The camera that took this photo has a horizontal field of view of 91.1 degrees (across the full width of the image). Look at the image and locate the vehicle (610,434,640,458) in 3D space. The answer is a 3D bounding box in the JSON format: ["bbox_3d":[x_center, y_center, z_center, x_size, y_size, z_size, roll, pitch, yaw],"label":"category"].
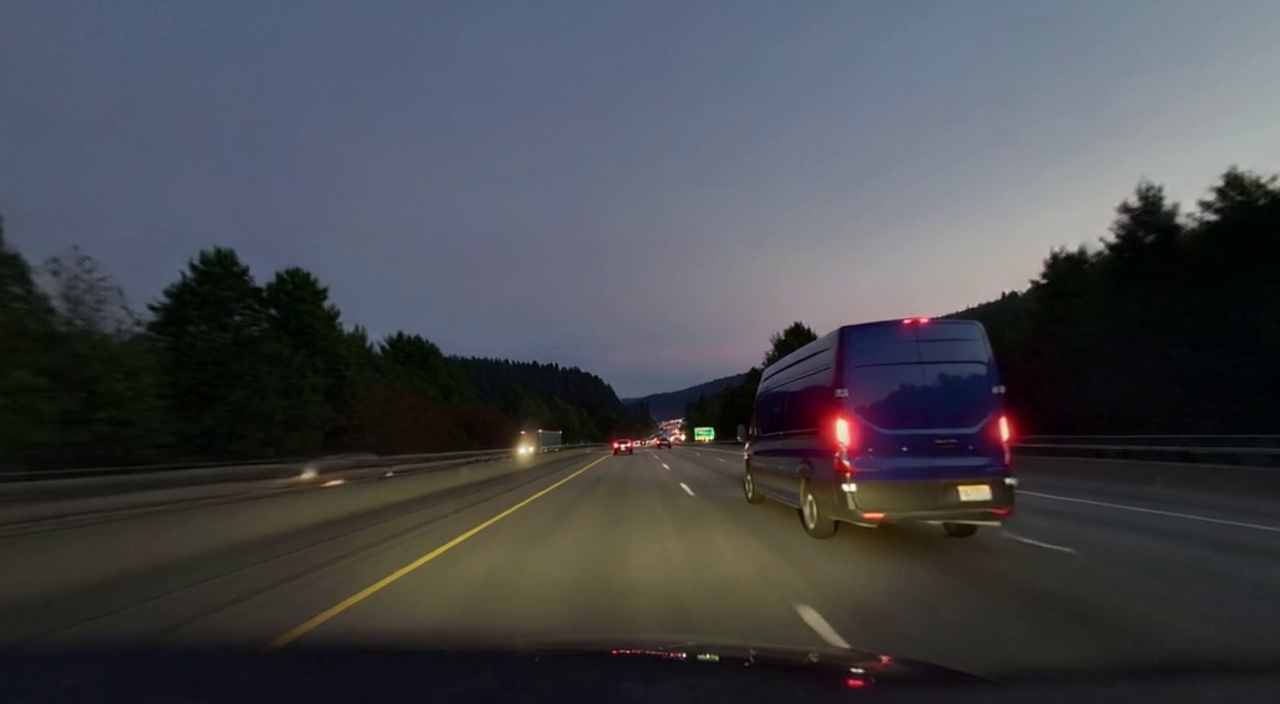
[{"bbox_3d":[-0.976,6.225,41.753,1.900,1.524,4.324,0,-8,-1],"label":"vehicle"}]

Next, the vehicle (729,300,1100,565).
[{"bbox_3d":[3.177,1.241,9.799,2.416,2.595,7.243,0,-8,-1],"label":"vehicle"}]

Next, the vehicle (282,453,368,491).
[{"bbox_3d":[-14.047,5.349,28.299,1.826,1.489,3.940,0,-8,0],"label":"vehicle"}]
